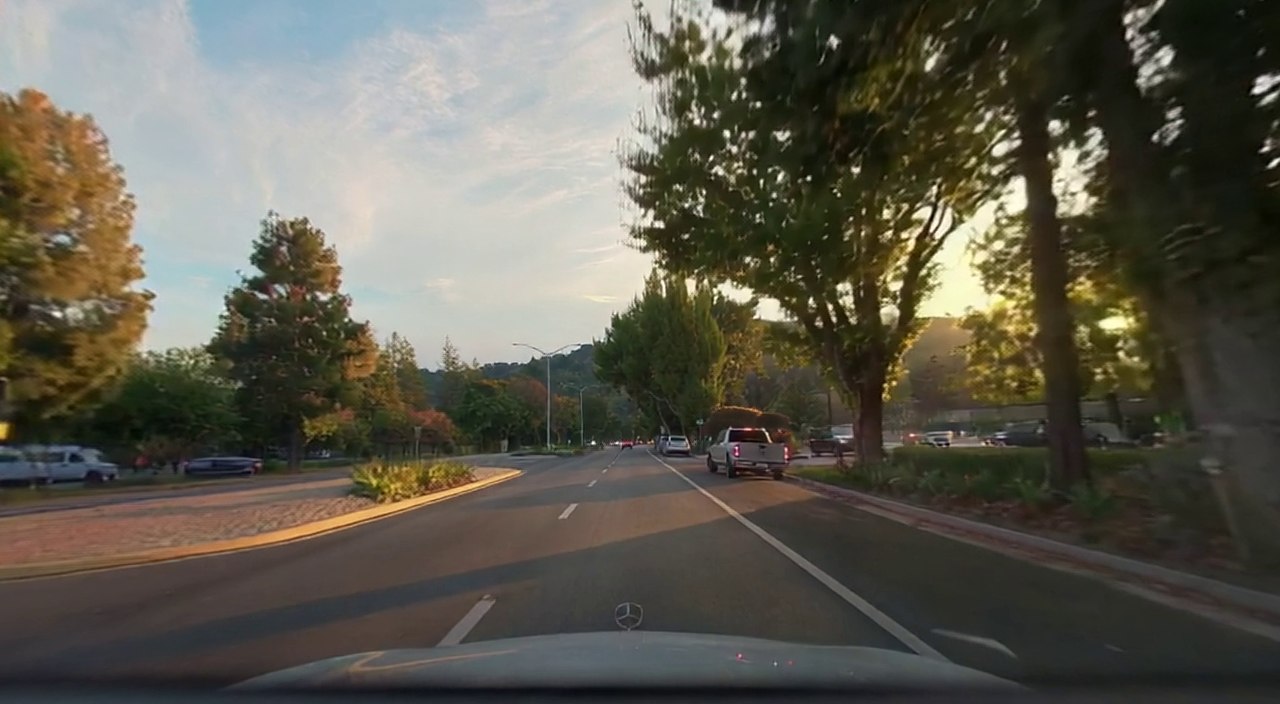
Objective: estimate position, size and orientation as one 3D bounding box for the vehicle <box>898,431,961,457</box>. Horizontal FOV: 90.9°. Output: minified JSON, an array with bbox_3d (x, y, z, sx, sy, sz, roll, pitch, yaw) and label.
[{"bbox_3d":[22.612,7.232,49.569,2.313,1.900,5.397,0,-8,-1],"label":"vehicle"}]

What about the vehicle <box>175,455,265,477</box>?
[{"bbox_3d":[-29.124,7.913,43.867,4.719,1.433,1.995,0,-8,-5],"label":"vehicle"}]

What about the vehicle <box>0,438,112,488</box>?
[{"bbox_3d":[-35.349,6.457,36.860,6.147,2.763,2.919,0,-8,-2],"label":"vehicle"}]

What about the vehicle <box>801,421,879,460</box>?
[{"bbox_3d":[11.052,4.978,35.385,2.197,1.923,5.799,2,-8,-3],"label":"vehicle"}]

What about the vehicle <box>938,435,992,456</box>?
[{"bbox_3d":[25.383,7.298,49.344,1.896,1.538,4.080,0,-8,-2],"label":"vehicle"}]

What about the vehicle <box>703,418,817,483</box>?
[{"bbox_3d":[3.825,3.307,21.428,2.493,1.896,5.433,0,-8,-3],"label":"vehicle"}]

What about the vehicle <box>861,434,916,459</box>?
[{"bbox_3d":[19.323,7.363,49.386,2.084,1.777,5.407,0,-8,0],"label":"vehicle"}]
